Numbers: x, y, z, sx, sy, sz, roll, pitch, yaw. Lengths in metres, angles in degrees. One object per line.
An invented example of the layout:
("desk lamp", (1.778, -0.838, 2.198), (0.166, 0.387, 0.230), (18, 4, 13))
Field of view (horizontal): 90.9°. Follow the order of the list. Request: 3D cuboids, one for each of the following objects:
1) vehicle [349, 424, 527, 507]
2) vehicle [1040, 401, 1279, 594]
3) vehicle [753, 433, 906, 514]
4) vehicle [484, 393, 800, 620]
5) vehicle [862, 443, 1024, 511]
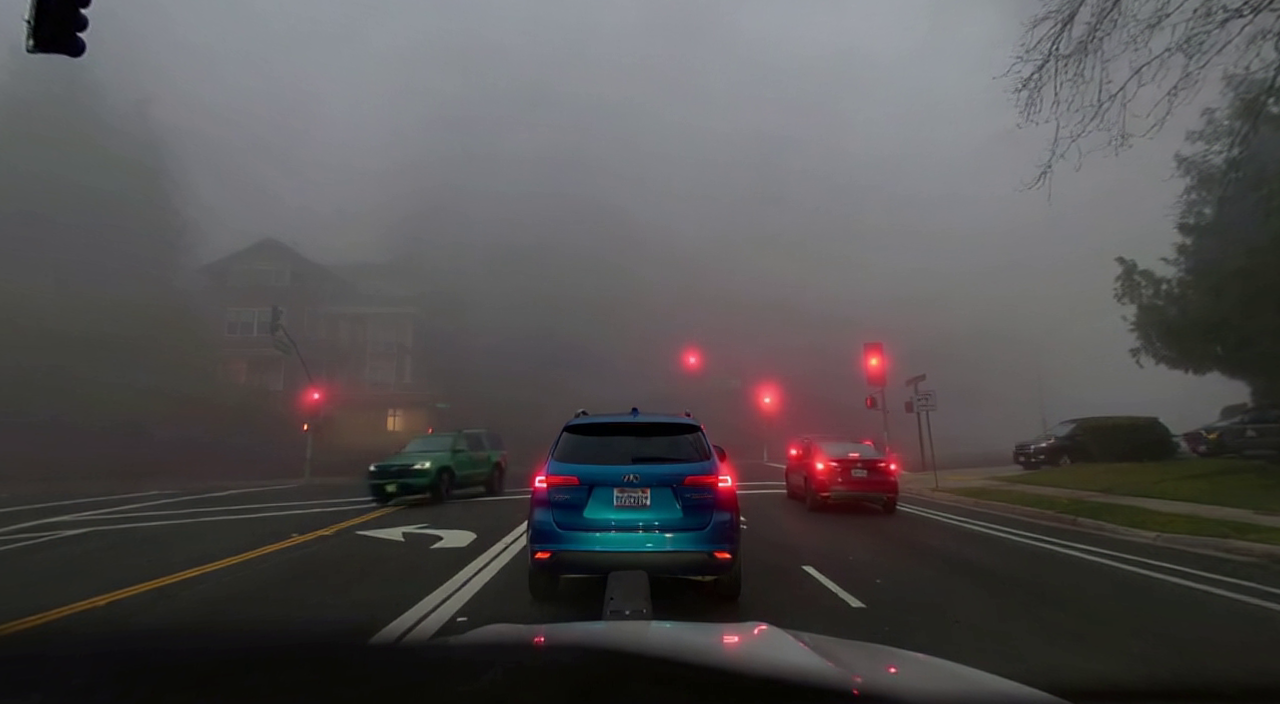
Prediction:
("vehicle", (-4.921, 2.843, 16.310), (2.059, 1.797, 4.824), (-2, -9, 15))
("vehicle", (7.022, 1.534, 7.049), (1.989, 1.791, 4.735), (0, -8, 1))
("vehicle", (4.048, 2.665, 14.426), (2.077, 1.527, 4.755), (0, -8, 1))
("vehicle", (0.042, 1.464, 6.914), (2.322, 1.667, 4.367), (0, -8, 1))
("vehicle", (7.293, 3.010, 15.794), (1.860, 1.436, 4.479), (0, -8, 0))
